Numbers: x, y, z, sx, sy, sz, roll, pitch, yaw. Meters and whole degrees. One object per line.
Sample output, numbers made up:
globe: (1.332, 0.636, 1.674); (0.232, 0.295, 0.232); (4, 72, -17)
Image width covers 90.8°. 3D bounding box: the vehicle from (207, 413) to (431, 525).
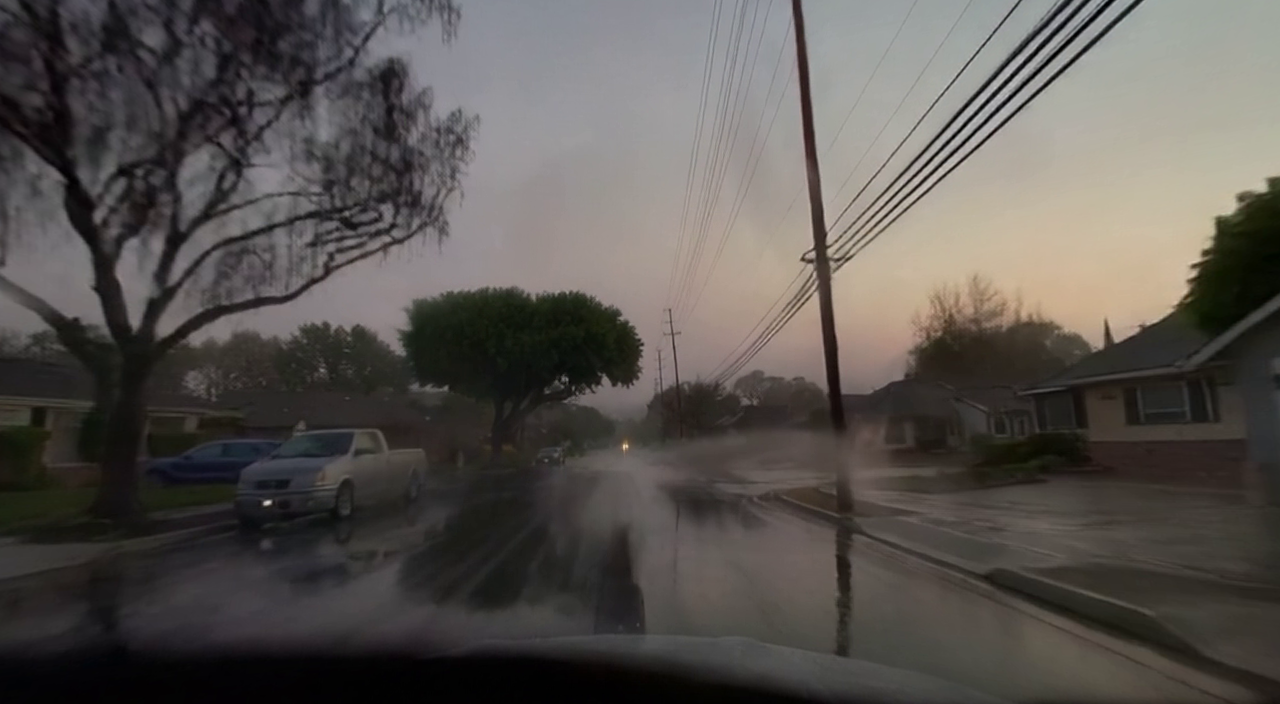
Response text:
vehicle: (-7.446, 2.851, 15.788); (2.739, 2.164, 6.065); (-1, -9, -4)
